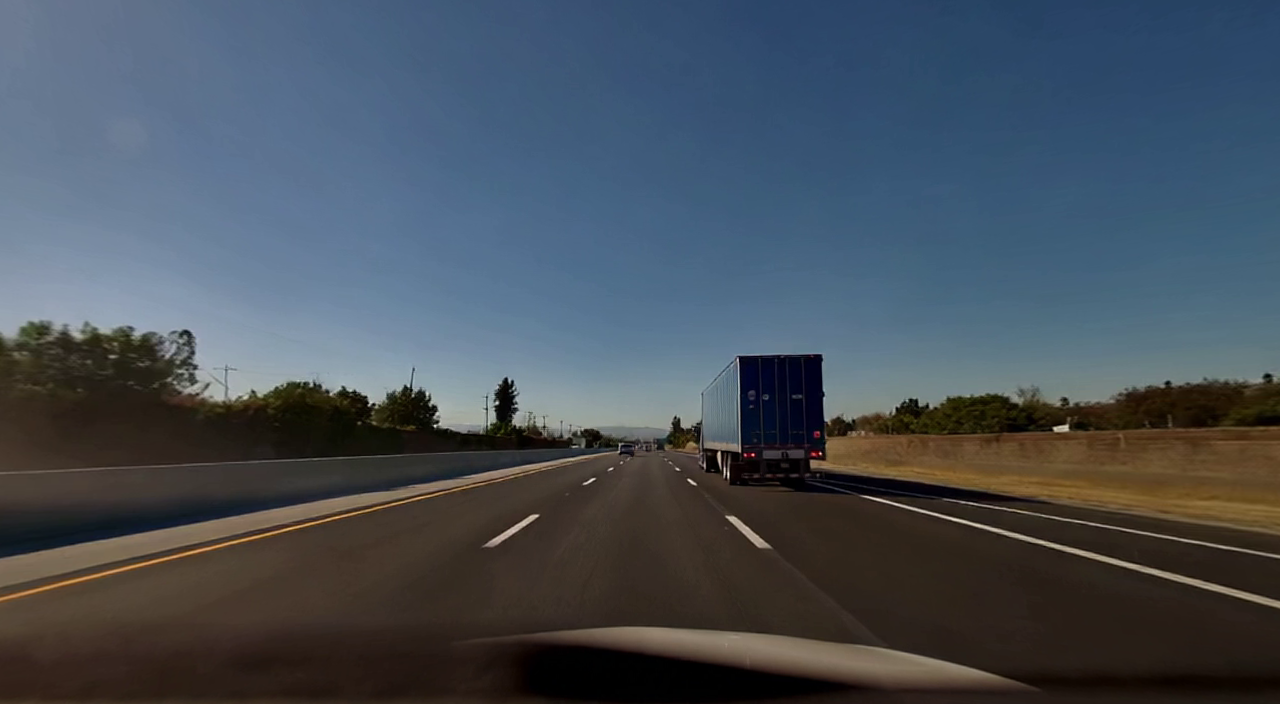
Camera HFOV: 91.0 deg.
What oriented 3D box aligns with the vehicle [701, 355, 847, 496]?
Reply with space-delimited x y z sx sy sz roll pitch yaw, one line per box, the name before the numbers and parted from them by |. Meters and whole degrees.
vehicle | 4.126 2.792 22.777 2.870 3.768 11.872 0 -8 1
